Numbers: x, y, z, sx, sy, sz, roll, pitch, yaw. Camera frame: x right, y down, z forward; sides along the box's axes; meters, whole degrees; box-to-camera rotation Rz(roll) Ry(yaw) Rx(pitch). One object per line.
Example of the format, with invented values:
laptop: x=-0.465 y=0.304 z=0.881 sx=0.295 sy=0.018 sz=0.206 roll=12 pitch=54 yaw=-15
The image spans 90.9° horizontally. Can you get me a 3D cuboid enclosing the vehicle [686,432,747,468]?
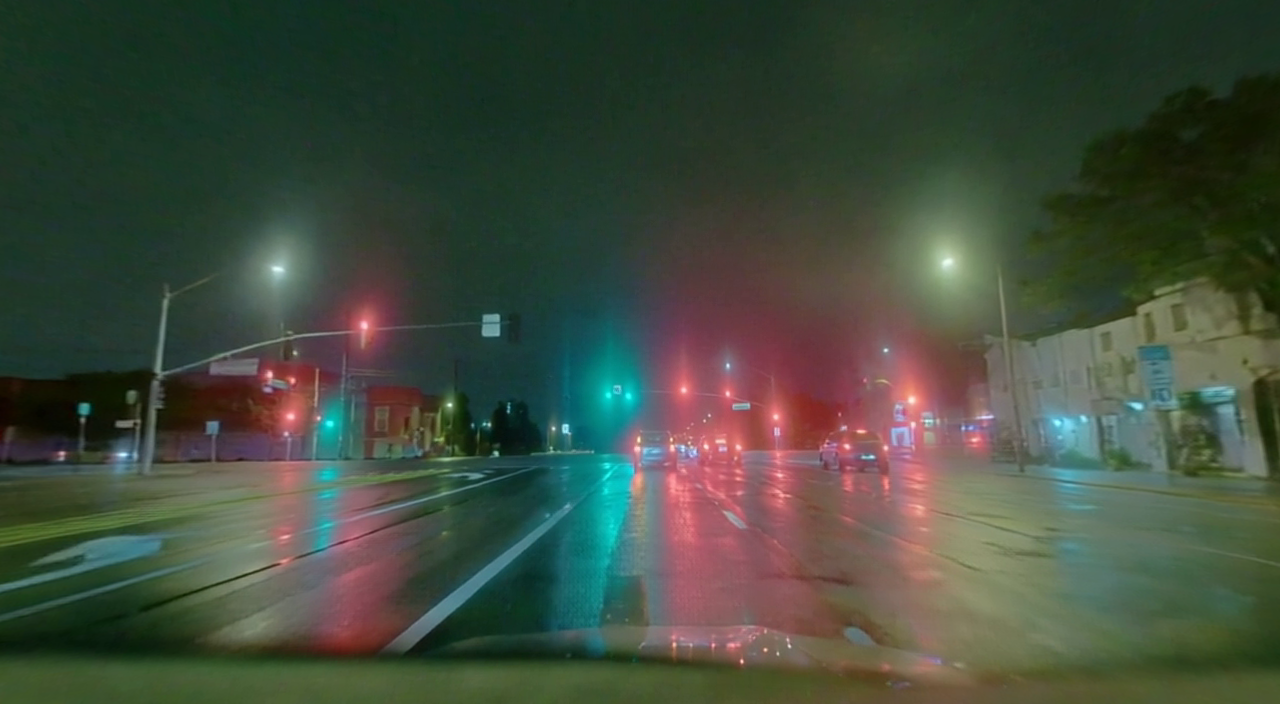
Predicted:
vehicle: x=3.240 y=4.282 z=27.560 sx=1.994 sy=1.436 sz=4.169 roll=0 pitch=-8 yaw=-2

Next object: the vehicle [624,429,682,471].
vehicle: x=0.472 y=3.903 z=25.315 sx=2.099 sy=1.516 sz=4.681 roll=0 pitch=-8 yaw=0

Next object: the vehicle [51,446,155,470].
vehicle: x=-33.198 y=6.571 z=39.084 sx=4.448 sy=1.422 sz=1.890 roll=2 pitch=-9 yaw=-12

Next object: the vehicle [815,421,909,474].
vehicle: x=8.721 y=3.782 z=25.263 sx=2.132 sy=1.892 sz=4.851 roll=-1 pitch=-8 yaw=2
